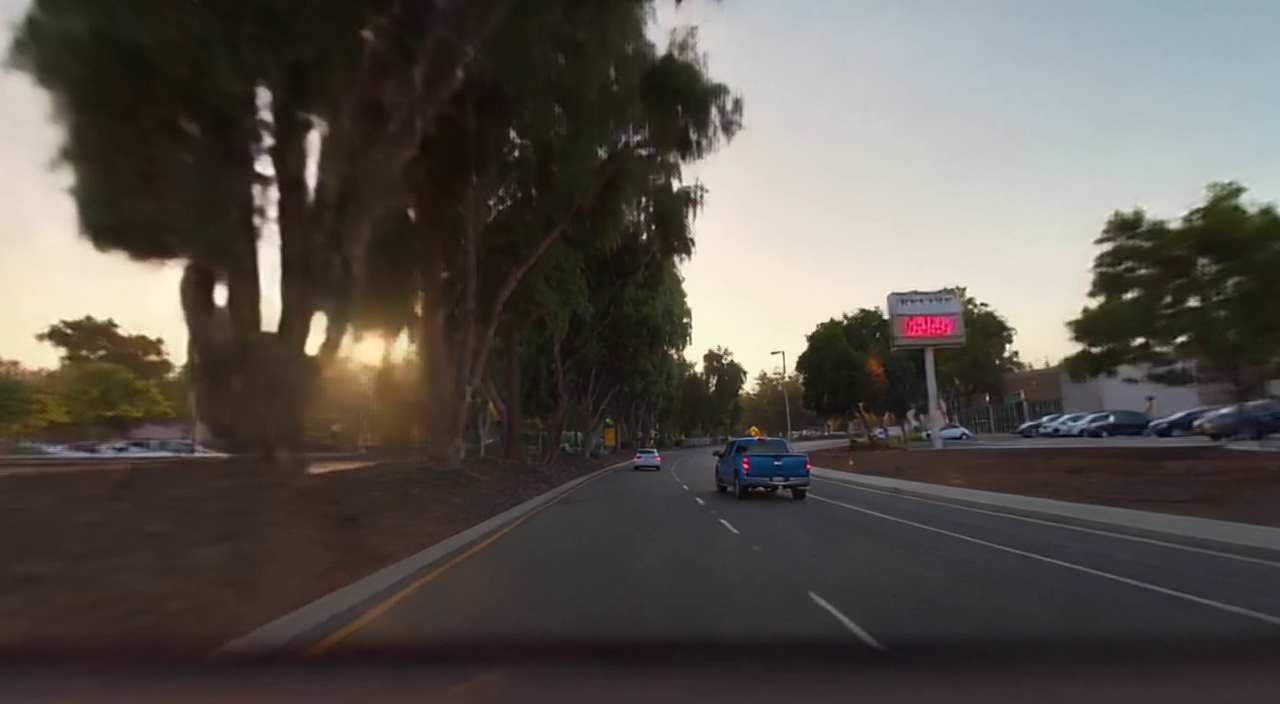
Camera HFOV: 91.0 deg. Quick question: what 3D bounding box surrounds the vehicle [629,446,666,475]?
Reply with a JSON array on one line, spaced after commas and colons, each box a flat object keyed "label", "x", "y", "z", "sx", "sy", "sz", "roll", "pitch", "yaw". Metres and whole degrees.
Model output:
[{"label": "vehicle", "x": 0.461, "y": 6.218, "z": 36.307, "sx": 1.968, "sy": 1.521, "sz": 4.262, "roll": 0, "pitch": -9, "yaw": 1}]

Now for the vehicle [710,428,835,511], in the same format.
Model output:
[{"label": "vehicle", "x": 3.478, "y": 3.230, "z": 17.869, "sx": 2.367, "sy": 1.919, "sz": 5.651, "roll": 0, "pitch": -9, "yaw": 1}]
